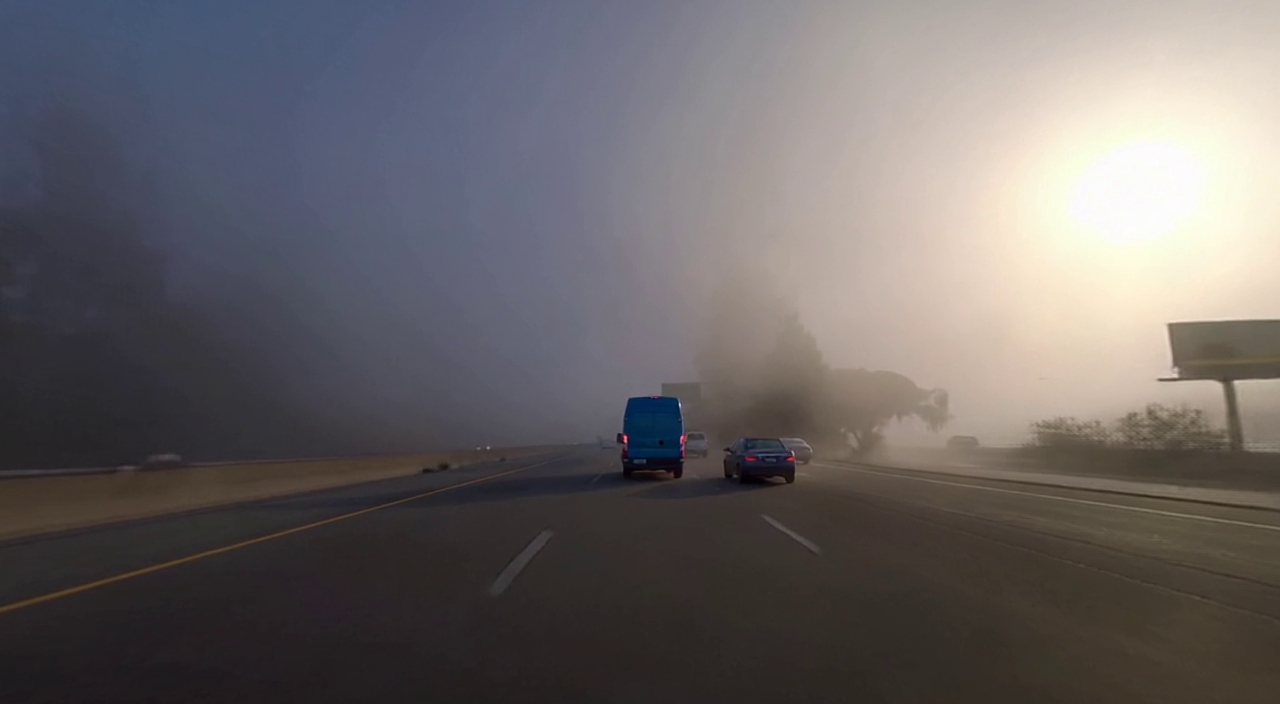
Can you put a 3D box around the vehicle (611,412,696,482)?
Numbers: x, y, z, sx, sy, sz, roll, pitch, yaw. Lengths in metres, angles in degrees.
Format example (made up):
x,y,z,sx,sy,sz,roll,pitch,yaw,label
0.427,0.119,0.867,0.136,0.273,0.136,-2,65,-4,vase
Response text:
x,y,z,sx,sy,sz,roll,pitch,yaw,label
0.283,3.274,21.726,2.546,2.087,5.404,0,-8,-3,vehicle

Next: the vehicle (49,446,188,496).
x,y,z,sx,sy,sz,roll,pitch,yaw,label
-20.469,4.642,24.923,1.971,1.673,4.180,-2,-8,0,vehicle

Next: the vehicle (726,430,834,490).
x,y,z,sx,sy,sz,roll,pitch,yaw,label
3.855,3.050,18.079,2.099,1.510,3.784,0,-8,-2,vehicle
